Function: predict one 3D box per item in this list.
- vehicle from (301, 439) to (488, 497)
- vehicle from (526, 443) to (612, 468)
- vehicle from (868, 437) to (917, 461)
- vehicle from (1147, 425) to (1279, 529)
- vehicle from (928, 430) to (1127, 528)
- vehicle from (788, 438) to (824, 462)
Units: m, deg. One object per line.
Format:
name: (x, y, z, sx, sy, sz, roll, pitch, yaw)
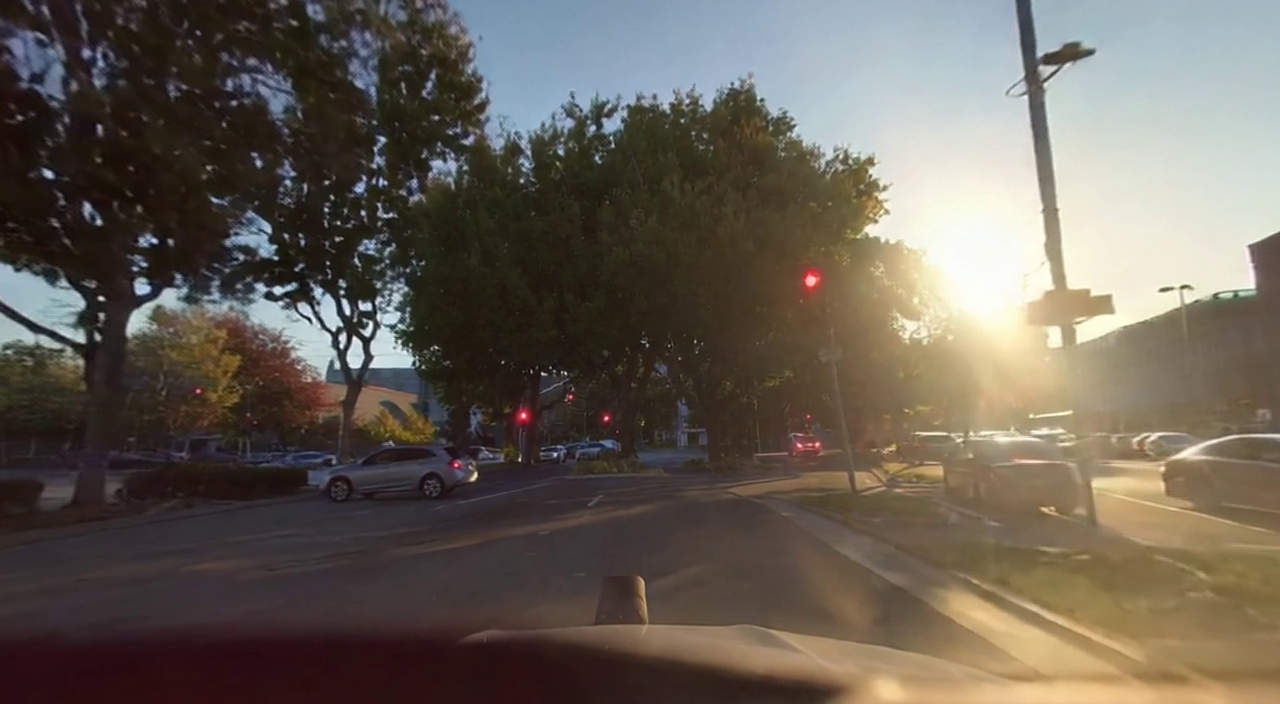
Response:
vehicle: (-6.626, 3.165, 17.386, 4.376, 1.476, 1.791, -1, -8, 2)
vehicle: (-4.362, 6.385, 39.052, 4.792, 1.468, 2.116, -2, -9, 14)
vehicle: (16.517, 6.364, 41.510, 1.951, 1.491, 4.359, -1, -9, 8)
vehicle: (11.336, 2.130, 11.162, 2.031, 1.592, 4.470, -3, -9, 16)
vehicle: (7.035, 2.301, 12.098, 1.867, 1.479, 4.452, -2, -9, 13)
vehicle: (11.316, 6.738, 43.417, 2.061, 1.519, 4.794, -2, -9, 11)
